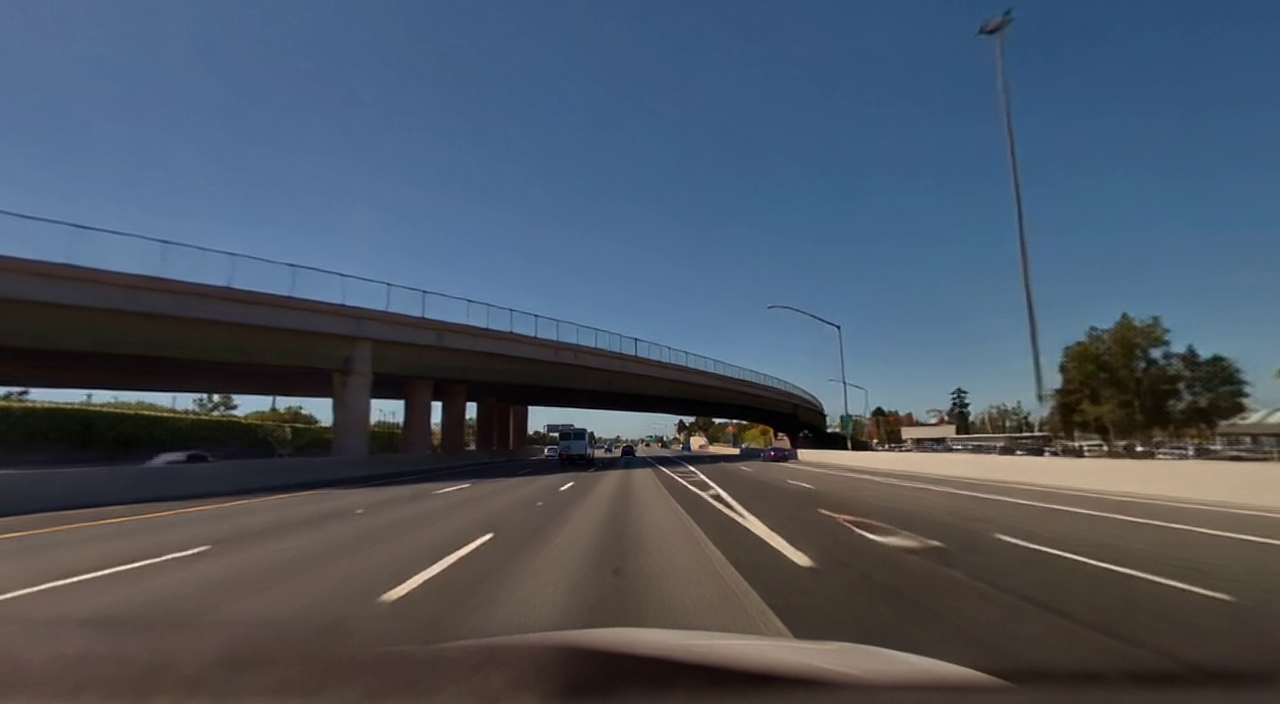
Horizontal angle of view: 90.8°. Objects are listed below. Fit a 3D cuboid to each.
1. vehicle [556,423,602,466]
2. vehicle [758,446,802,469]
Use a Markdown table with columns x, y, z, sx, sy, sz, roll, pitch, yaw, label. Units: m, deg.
| x | y | z | sx | sy | sz | roll | pitch | yaw | label |
| --- | --- | --- | --- | --- | --- | --- | --- | --- | --- |
| -4.404 | 6.865 | 46.833 | 2.881 | 2.937 | 7.045 | 0 | -9 | -2 | vehicle |
| 9.412 | 7.106 | 42.829 | 2.035 | 1.491 | 4.246 | 0 | -9 | 1 | vehicle |
